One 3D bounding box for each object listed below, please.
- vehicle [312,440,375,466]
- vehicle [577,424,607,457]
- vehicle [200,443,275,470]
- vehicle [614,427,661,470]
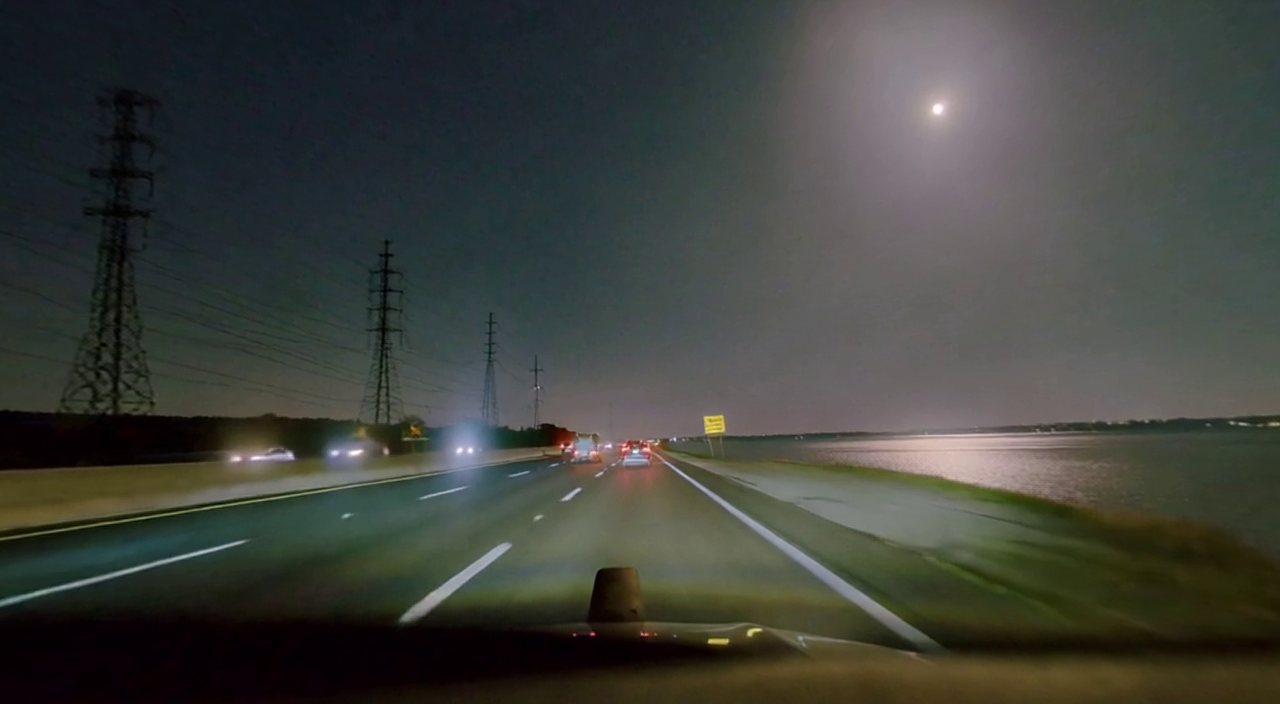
[{"bbox_3d":[-18.959,6.471,40.637,1.934,1.600,4.508,0,-8,-1],"label":"vehicle"},{"bbox_3d":[-3.739,6.940,49.656,2.178,2.522,2.054,0,-8,1],"label":"vehicle"},{"bbox_3d":[-23.198,6.031,36.584,1.750,1.453,3.998,0,-8,-2],"label":"vehicle"},{"bbox_3d":[-0.141,5.250,34.372,2.358,2.144,4.713,0,-8,0],"label":"vehicle"}]
